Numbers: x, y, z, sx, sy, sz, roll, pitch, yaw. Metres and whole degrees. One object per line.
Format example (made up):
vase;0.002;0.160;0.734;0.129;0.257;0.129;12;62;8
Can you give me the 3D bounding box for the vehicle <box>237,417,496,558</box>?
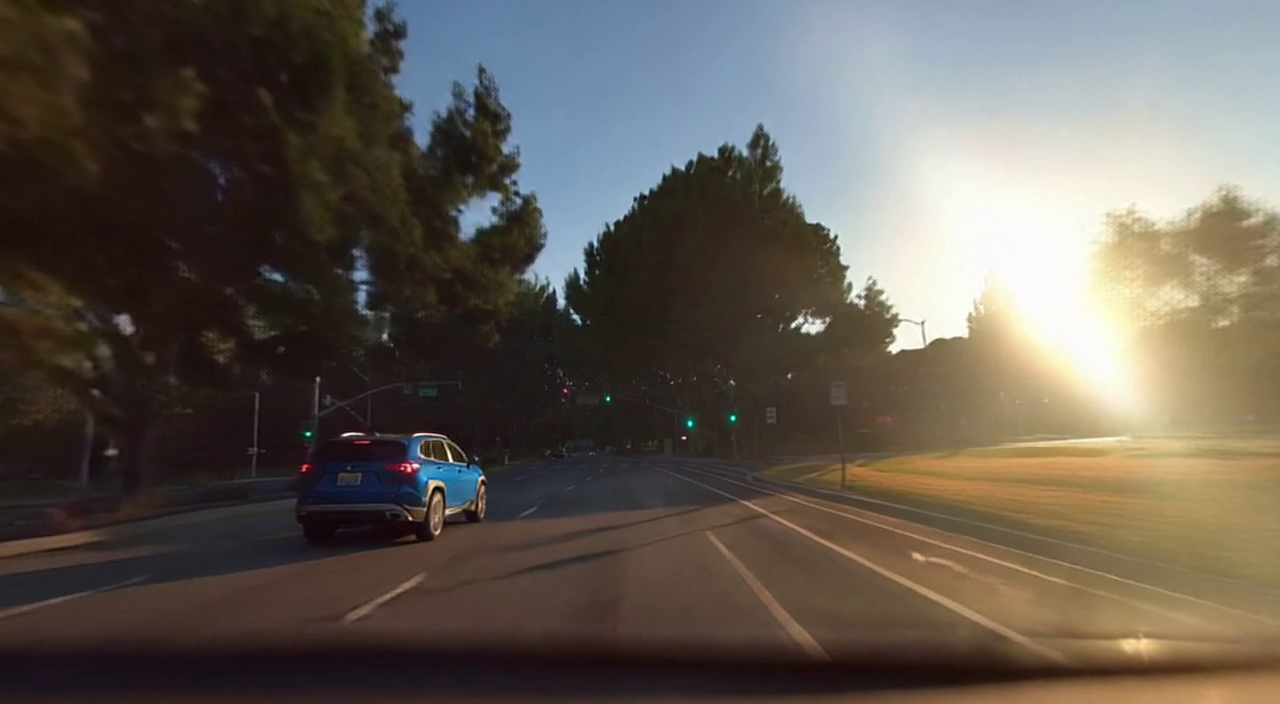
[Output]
vehicle;-3.887;2.007;10.056;2.121;1.724;4.392;0;-9;0
